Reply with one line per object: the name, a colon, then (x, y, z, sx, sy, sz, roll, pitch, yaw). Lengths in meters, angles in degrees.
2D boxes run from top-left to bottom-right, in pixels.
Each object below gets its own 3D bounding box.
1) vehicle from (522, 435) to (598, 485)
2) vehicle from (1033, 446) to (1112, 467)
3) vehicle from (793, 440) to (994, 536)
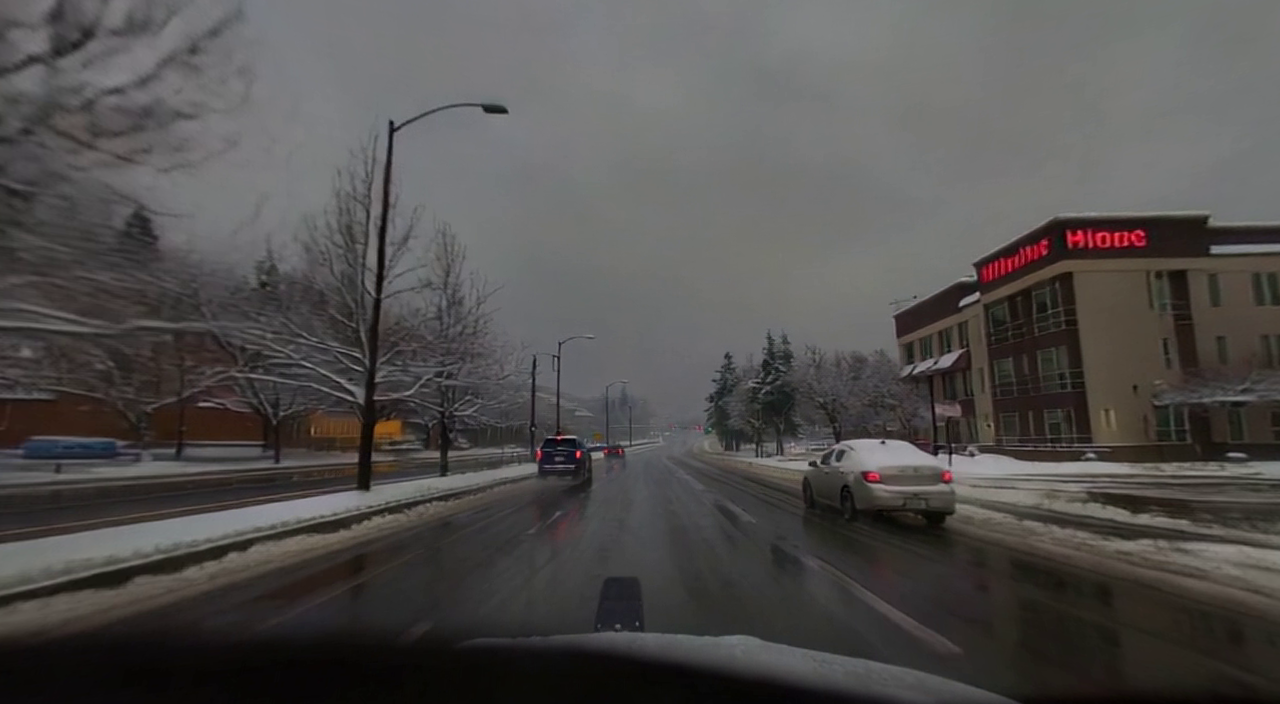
vehicle: (-3.112, 4.346, 25.747, 2.305, 1.833, 4.912, 0, -9, 2)
vehicle: (31.700, 7.700, 46.395, 4.274, 1.448, 2.050, 0, -9, 1)
vehicle: (4.500, 2.453, 12.112, 1.960, 1.471, 4.378, 0, -9, -1)
